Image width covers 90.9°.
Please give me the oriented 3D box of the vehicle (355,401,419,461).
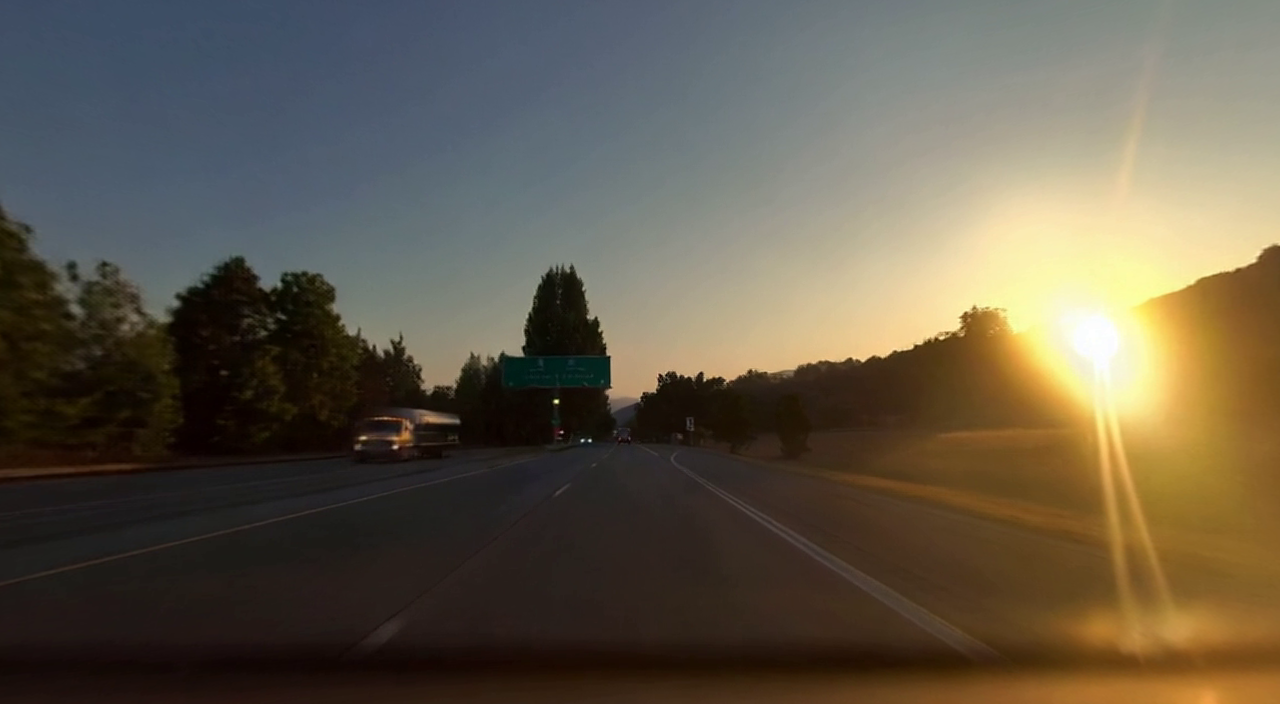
[{"bbox_3d":[-17.627,5.553,44.156,2.997,4.001,3.458,0,-8,-2],"label":"vehicle"}]
